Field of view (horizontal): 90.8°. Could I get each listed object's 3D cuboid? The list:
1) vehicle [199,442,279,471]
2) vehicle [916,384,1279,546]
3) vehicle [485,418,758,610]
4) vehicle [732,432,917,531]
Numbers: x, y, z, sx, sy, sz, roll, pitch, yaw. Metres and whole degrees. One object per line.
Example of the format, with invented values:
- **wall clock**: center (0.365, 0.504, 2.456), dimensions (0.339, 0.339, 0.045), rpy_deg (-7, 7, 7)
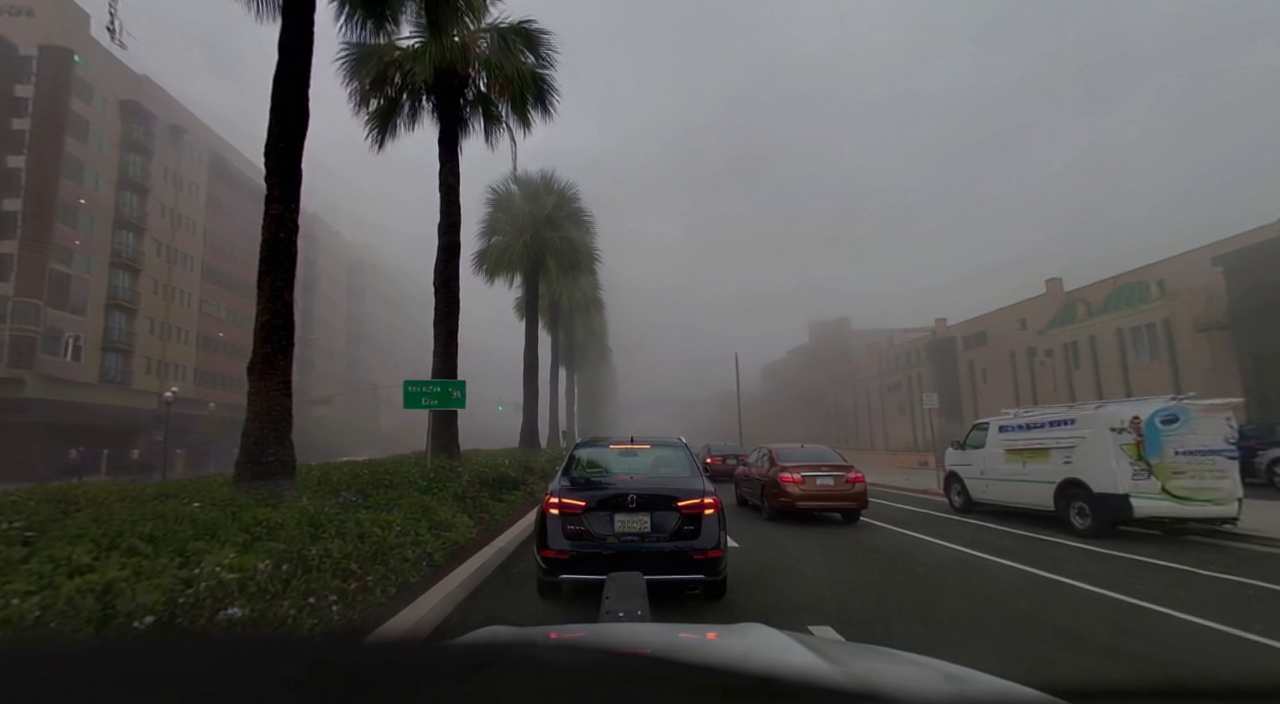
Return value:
- **vehicle**: center (-28.344, 7.376, 44.893), dimensions (2.115, 1.884, 5.481), rpy_deg (0, -8, 0)
- **vehicle**: center (7.176, 1.858, 10.970), dimensions (2.254, 2.072, 5.577), rpy_deg (0, -8, 1)
- **vehicle**: center (-0.159, 1.581, 7.035), dimensions (2.158, 1.498, 3.919), rpy_deg (0, -8, 0)
- **vehicle**: center (3.081, 2.263, 11.671), dimensions (1.925, 1.451, 4.436), rpy_deg (0, -8, -2)
